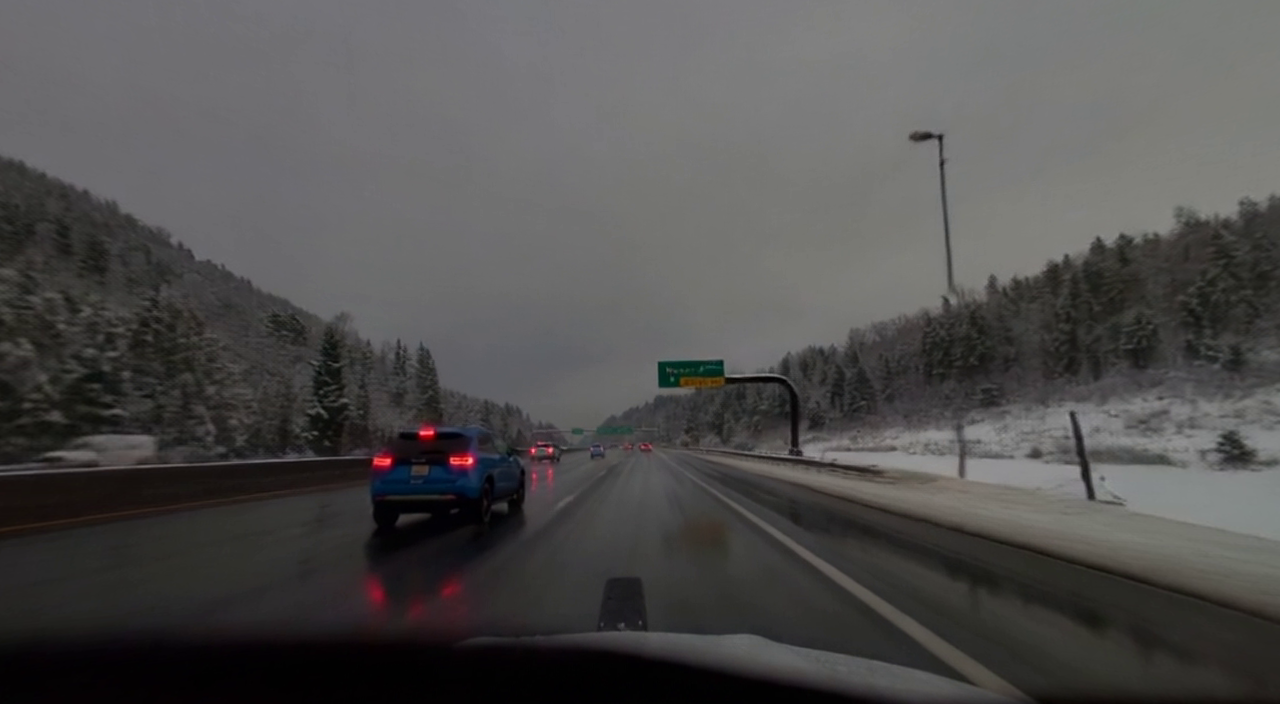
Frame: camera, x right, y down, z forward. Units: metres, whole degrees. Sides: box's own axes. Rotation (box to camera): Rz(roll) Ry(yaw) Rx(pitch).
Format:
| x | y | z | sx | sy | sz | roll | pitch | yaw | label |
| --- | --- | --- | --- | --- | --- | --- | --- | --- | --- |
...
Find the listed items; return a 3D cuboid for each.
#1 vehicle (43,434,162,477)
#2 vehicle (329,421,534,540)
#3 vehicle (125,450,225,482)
| x | y | z | sx | sy | sz | roll | pitch | yaw | label |
| --- | --- | --- | --- | --- | --- | --- | --- | --- | --- |
| -31.968 | 6.151 | 37.822 | 2.229 | 2.393 | 5.408 | 0 | -8 | 1 | vehicle |
| -3.411 | 2.194 | 11.448 | 2.138 | 1.718 | 4.415 | 0 | -8 | 1 | vehicle |
| -24.345 | 5.935 | 33.230 | 1.790 | 1.492 | 4.509 | 0 | -8 | 0 | vehicle |
